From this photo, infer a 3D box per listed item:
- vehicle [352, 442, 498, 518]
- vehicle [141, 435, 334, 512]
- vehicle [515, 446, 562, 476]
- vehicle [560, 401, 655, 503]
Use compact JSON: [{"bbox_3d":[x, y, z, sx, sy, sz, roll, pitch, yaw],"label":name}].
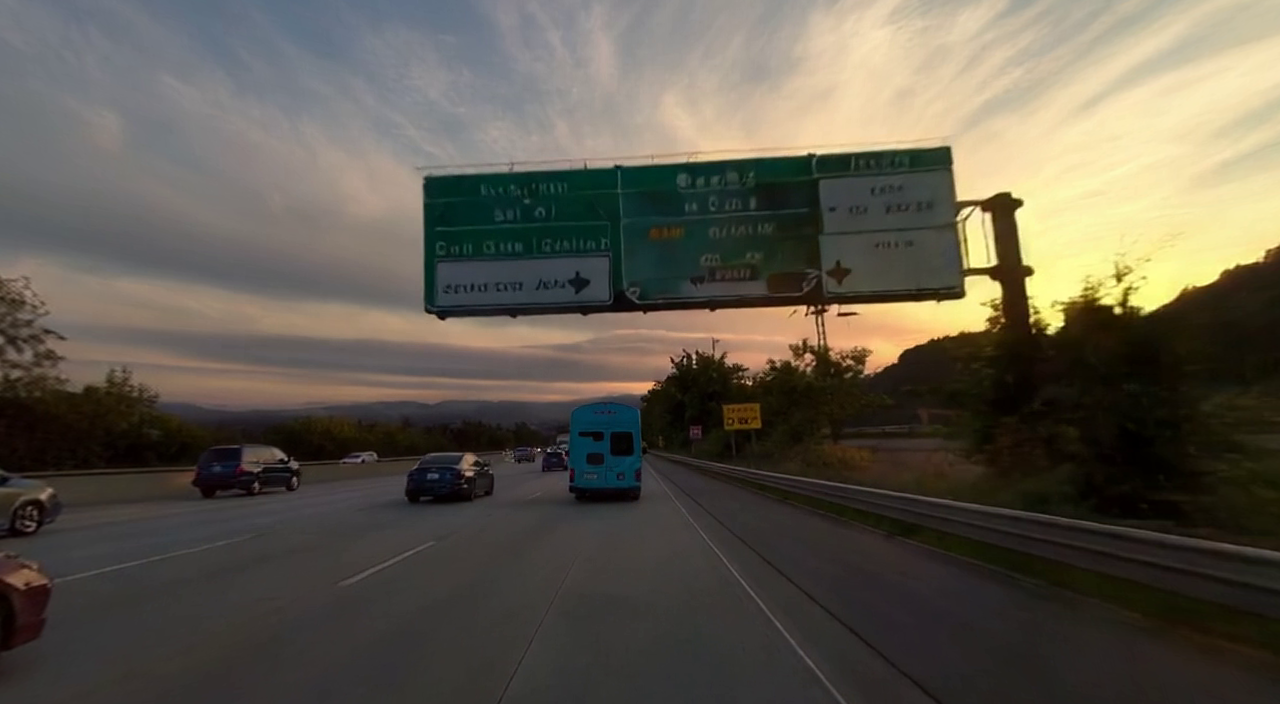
[{"bbox_3d":[-4.671,2.821,14.353,1.876,1.438,4.072,0,-9,0],"label":"vehicle"},{"bbox_3d":[-9.708,2.947,15.692,2.010,1.621,4.252,0,-9,-1],"label":"vehicle"},{"bbox_3d":[-5.240,5.662,32.799,1.872,1.480,3.545,0,-9,0],"label":"vehicle"},{"bbox_3d":[-0.835,2.934,18.616,2.394,2.556,5.232,0,-9,0],"label":"vehicle"}]
